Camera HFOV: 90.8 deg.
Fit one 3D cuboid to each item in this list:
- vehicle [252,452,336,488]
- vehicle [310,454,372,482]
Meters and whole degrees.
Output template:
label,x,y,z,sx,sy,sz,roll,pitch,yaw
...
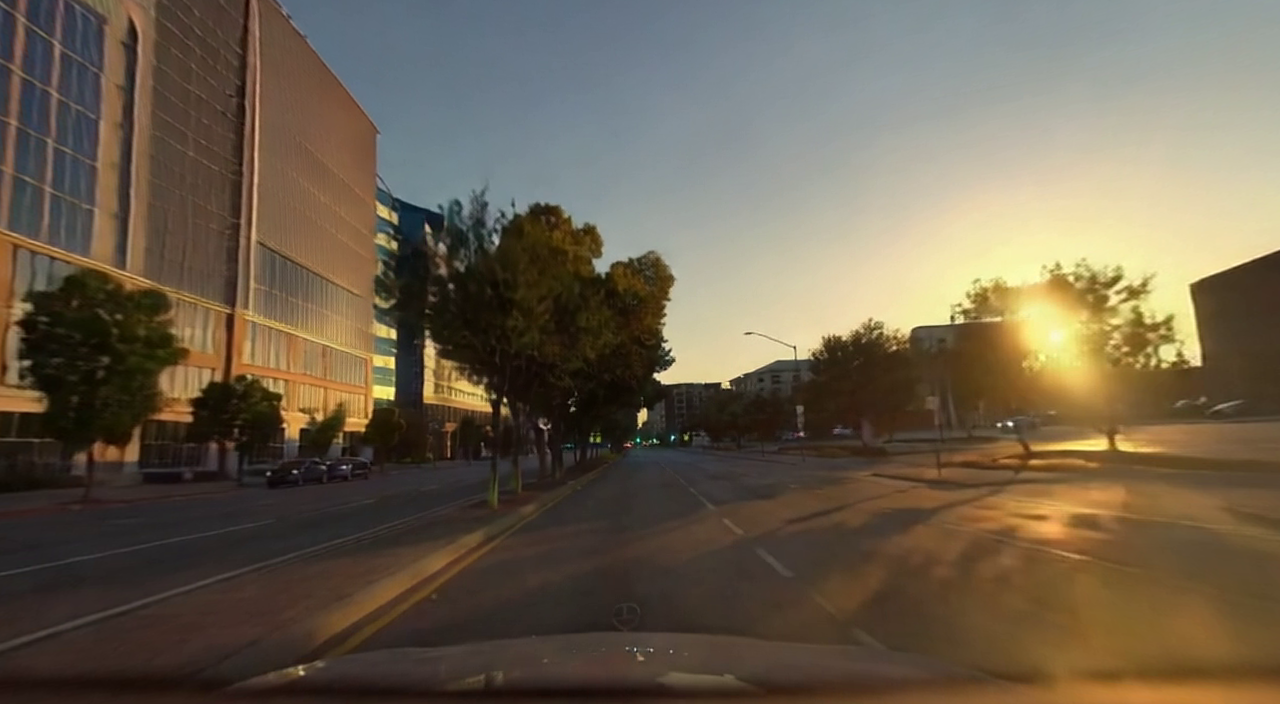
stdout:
label,x,y,z,sx,sy,sz,roll,pitch,yaw
vehicle,-19.351,6.572,35.625,2.255,1.848,4.617,0,-8,-2
vehicle,-19.508,7.556,41.471,1.965,1.665,4.577,-2,-9,-1
